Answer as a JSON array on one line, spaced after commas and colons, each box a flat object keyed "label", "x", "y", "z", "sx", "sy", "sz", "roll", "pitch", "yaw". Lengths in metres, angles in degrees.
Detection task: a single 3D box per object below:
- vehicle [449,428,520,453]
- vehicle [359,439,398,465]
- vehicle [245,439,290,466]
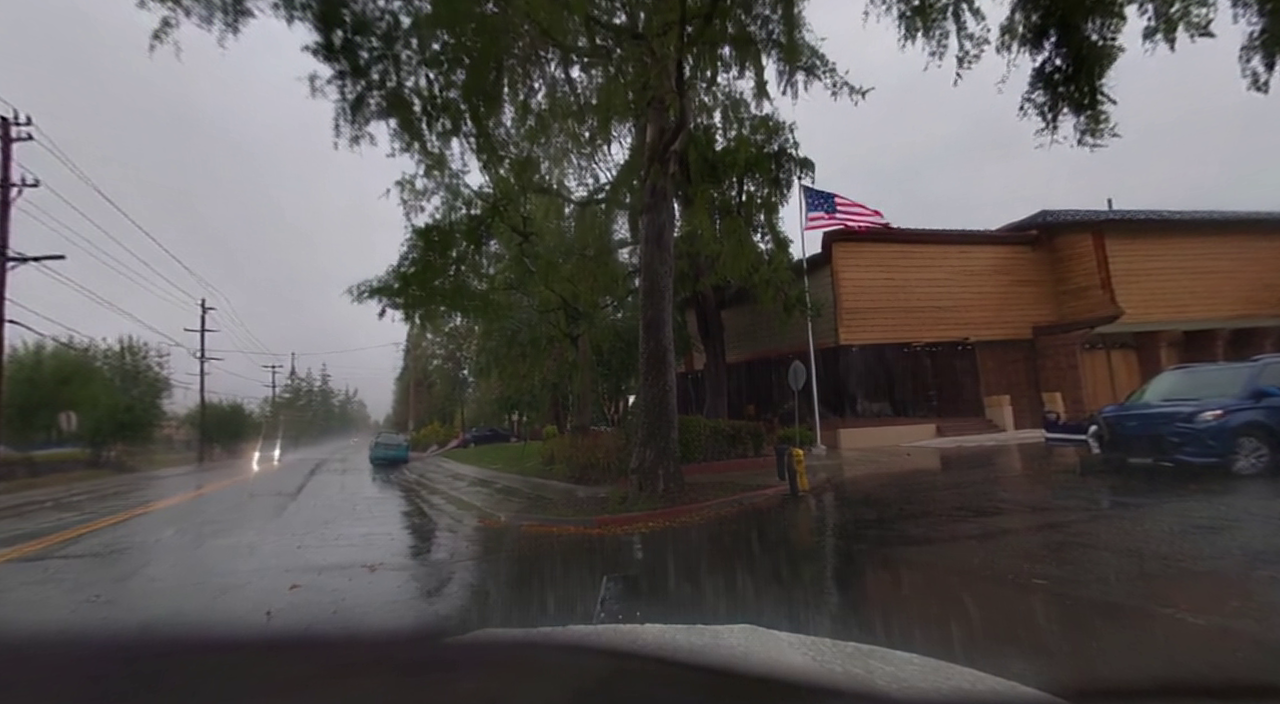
[{"label": "vehicle", "x": -11.405, "y": 6.491, "z": 46.313, "sx": 4.767, "sy": 1.735, "sz": 1.920, "roll": 4, "pitch": -9, "yaw": -24}, {"label": "vehicle", "x": -15.856, "y": 6.054, "z": 38.249, "sx": 1.941, "sy": 1.460, "sz": 4.206, "roll": 4, "pitch": -9, "yaw": -24}, {"label": "vehicle", "x": -25.869, "y": 6.968, "z": 44.012, "sx": 2.086, "sy": 1.798, "sz": 4.511, "roll": 3, "pitch": -9, "yaw": -23}]
